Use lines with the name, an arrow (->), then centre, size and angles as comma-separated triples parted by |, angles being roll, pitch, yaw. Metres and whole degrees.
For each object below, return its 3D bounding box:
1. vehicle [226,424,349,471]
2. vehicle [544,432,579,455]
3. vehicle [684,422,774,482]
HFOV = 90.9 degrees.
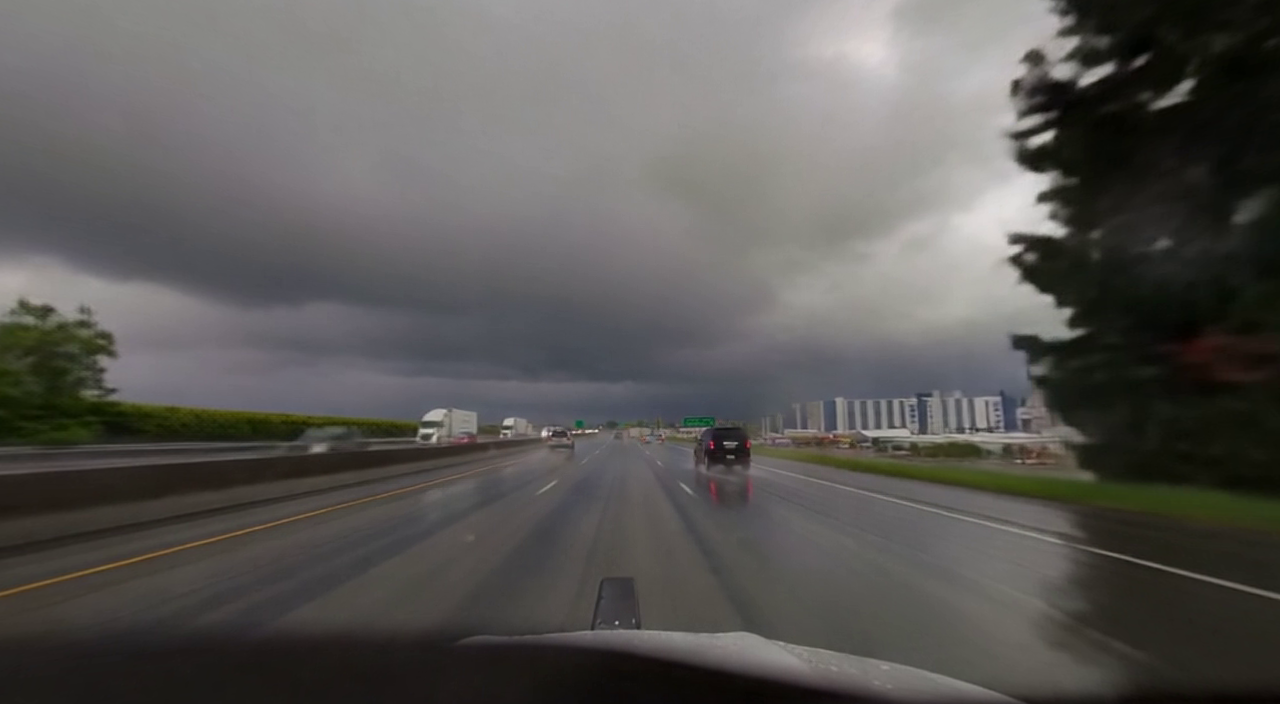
vehicle -> -12.997, 3.560, 23.623 | 2.089, 1.570, 4.470 | 0, -8, -2
vehicle -> -5.500, 6.468, 44.591 | 1.996, 1.518, 4.229 | 0, -8, -2
vehicle -> 2.626, 3.084, 19.738 | 2.022, 1.637, 4.229 | 0, -8, -3
